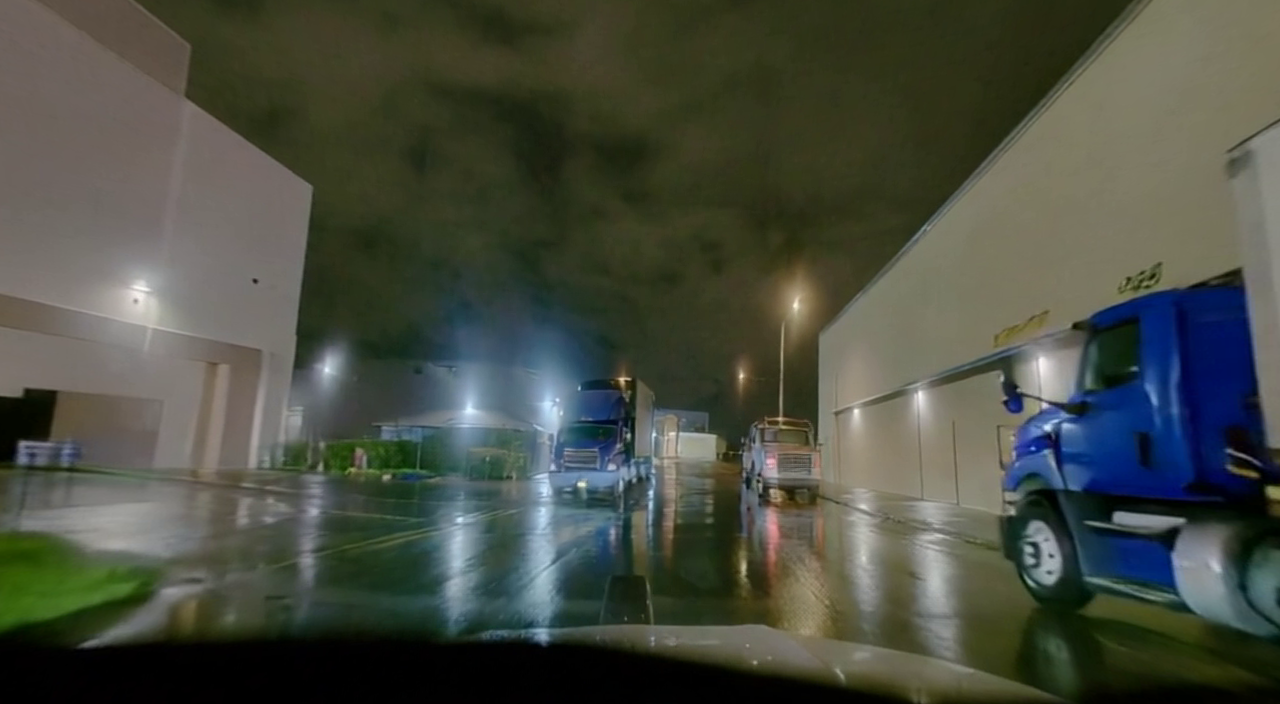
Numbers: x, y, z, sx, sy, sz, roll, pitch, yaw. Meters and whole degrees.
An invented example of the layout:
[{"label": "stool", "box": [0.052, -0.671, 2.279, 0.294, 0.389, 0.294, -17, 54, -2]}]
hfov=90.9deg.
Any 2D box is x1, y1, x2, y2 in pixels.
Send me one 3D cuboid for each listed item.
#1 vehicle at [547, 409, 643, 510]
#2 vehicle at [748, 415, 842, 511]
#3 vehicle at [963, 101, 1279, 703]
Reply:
[{"label": "vehicle", "box": [-1.899, 5.141, 30.722, 3.111, 4.217, 7.722, -1, -9, 7]}, {"label": "vehicle", "box": [8.557, 6.281, 36.623, 3.132, 4.690, 11.286, -1, -8, 3]}, {"label": "vehicle", "box": [6.315, 0.332, 4.013, 2.966, 4.658, 11.455, -1, -8, 3]}]
